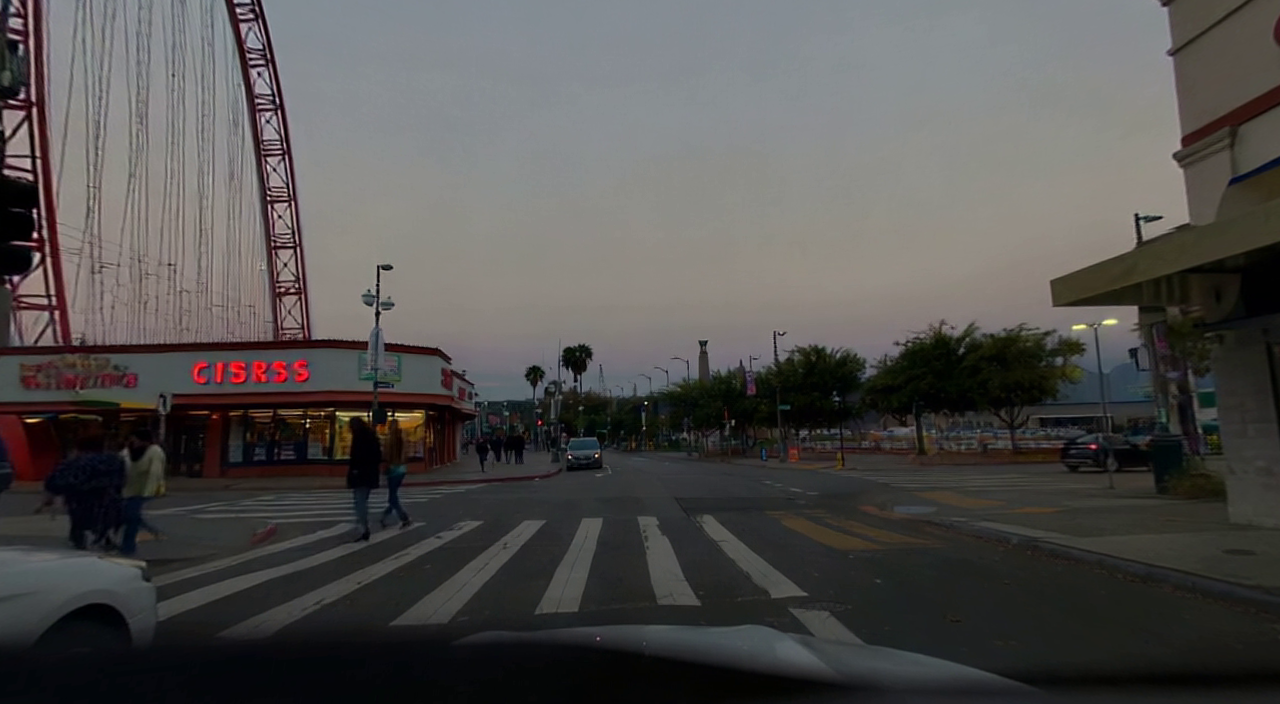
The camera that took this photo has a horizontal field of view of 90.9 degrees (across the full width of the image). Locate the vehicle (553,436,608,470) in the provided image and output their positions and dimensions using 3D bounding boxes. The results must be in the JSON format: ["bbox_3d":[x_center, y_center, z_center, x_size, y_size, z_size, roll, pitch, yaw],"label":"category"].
[{"bbox_3d":[-3.888,6.408,40.250,2.549,2.000,5.699,2,-9,-15],"label":"vehicle"}]

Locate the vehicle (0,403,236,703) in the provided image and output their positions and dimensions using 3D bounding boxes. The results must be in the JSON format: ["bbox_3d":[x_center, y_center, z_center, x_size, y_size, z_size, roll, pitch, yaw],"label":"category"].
[{"bbox_3d":[-3.377,0.787,1.190,1.940,1.505,4.676,-1,-9,3],"label":"vehicle"}]
